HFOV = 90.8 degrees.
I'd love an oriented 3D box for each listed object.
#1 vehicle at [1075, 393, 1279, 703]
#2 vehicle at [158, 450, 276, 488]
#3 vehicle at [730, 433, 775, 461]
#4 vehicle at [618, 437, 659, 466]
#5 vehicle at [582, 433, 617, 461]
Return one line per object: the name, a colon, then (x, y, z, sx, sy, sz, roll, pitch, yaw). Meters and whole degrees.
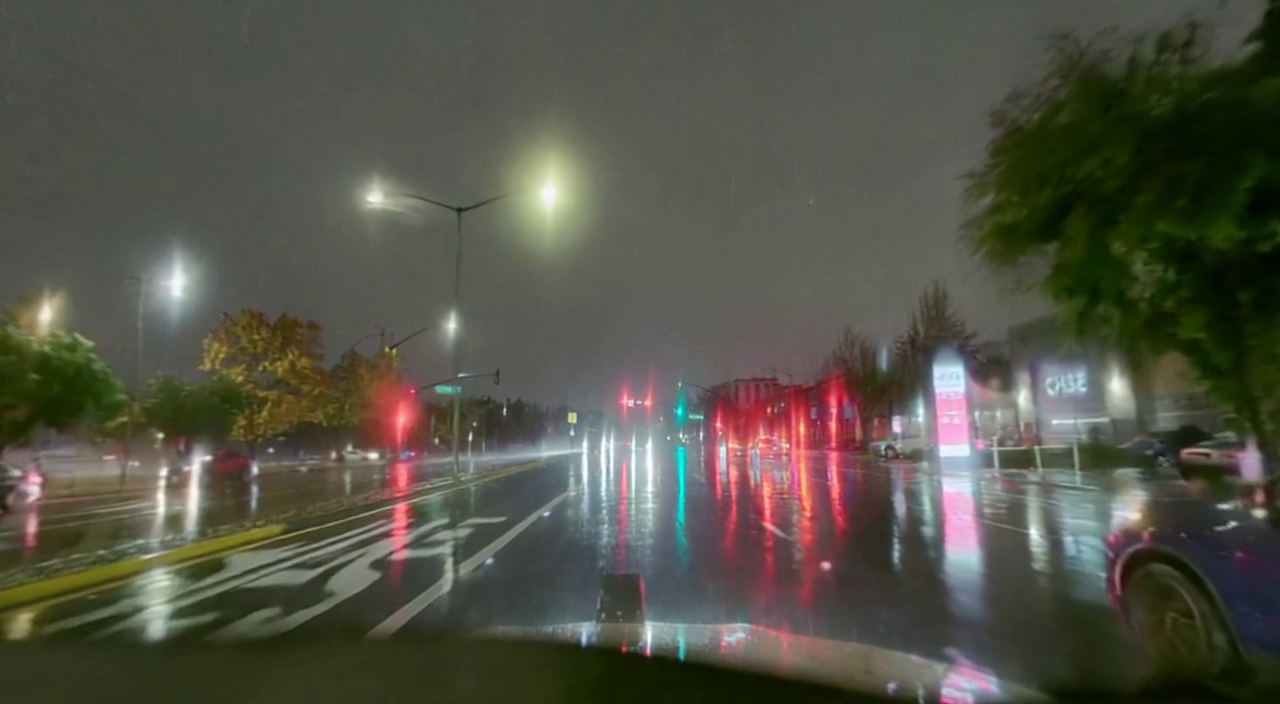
vehicle: (3.733, 0.775, 1.764, 1.861, 1.473, 4.393, 0, -8, -1)
vehicle: (-18.089, 4.995, 27.323, 1.865, 1.460, 4.693, 0, -8, 0)
vehicle: (7.402, 6.329, 41.985, 2.068, 1.731, 4.752, 0, -8, -1)
vehicle: (-0.080, 5.368, 34.198, 2.097, 1.480, 4.006, 0, -8, 0)
vehicle: (-2.756, 6.594, 43.959, 2.064, 1.825, 4.760, 0, -8, 1)
